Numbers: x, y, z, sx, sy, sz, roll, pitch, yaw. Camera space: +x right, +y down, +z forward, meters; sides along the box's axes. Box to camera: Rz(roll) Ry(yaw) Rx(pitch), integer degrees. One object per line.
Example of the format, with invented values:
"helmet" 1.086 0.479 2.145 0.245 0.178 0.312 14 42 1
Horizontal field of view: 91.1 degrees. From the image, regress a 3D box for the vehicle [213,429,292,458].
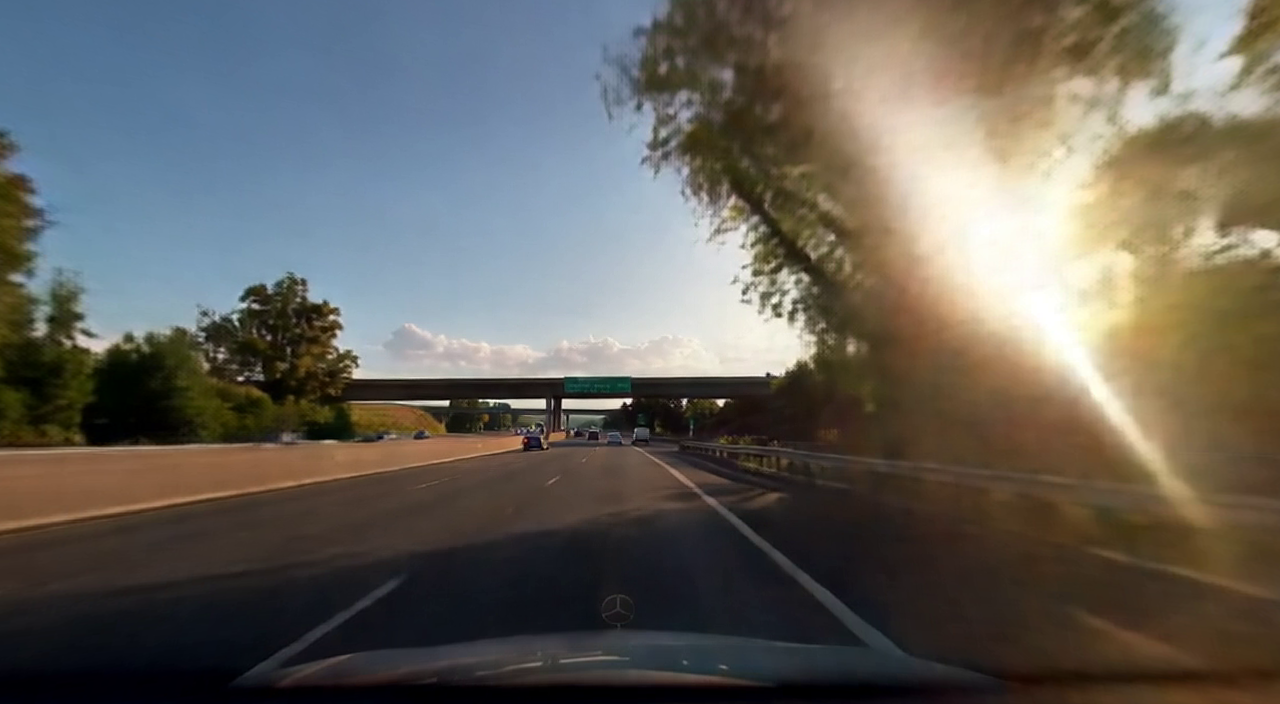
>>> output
"vehicle" -21.948 5.190 35.817 1.919 1.535 4.259 0 -8 -2
